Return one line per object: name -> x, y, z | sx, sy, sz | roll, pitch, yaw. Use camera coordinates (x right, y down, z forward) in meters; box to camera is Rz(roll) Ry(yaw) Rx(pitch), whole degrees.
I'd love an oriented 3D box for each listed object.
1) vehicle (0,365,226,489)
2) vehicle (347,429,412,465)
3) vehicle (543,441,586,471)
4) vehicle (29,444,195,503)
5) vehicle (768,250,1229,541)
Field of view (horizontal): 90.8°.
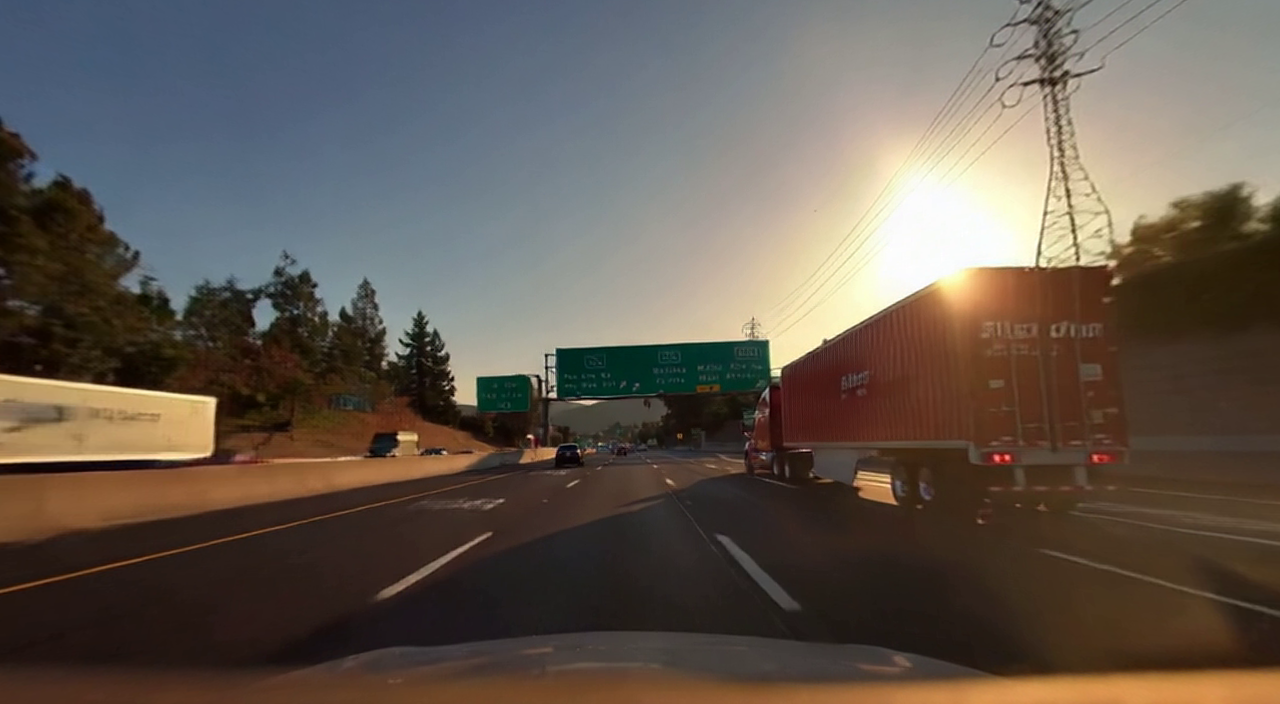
vehicle -> -21.549, 2.752, 22.375 | 2.886, 3.845, 16.291 | 0, -9, 0
vehicle -> -17.978, 6.582, 43.867 | 2.202, 2.326, 5.237 | -1, -9, 0
vehicle -> -4.365, 6.092, 37.071 | 2.027, 1.651, 4.099 | 0, -9, 0
vehicle -> -13.404, 3.062, 16.300 | 1.465, 1.338, 3.232 | 0, -9, 0
vehicle -> 6.658, 1.756, 16.951 | 2.919, 4.195, 15.833 | 0, -9, -1
